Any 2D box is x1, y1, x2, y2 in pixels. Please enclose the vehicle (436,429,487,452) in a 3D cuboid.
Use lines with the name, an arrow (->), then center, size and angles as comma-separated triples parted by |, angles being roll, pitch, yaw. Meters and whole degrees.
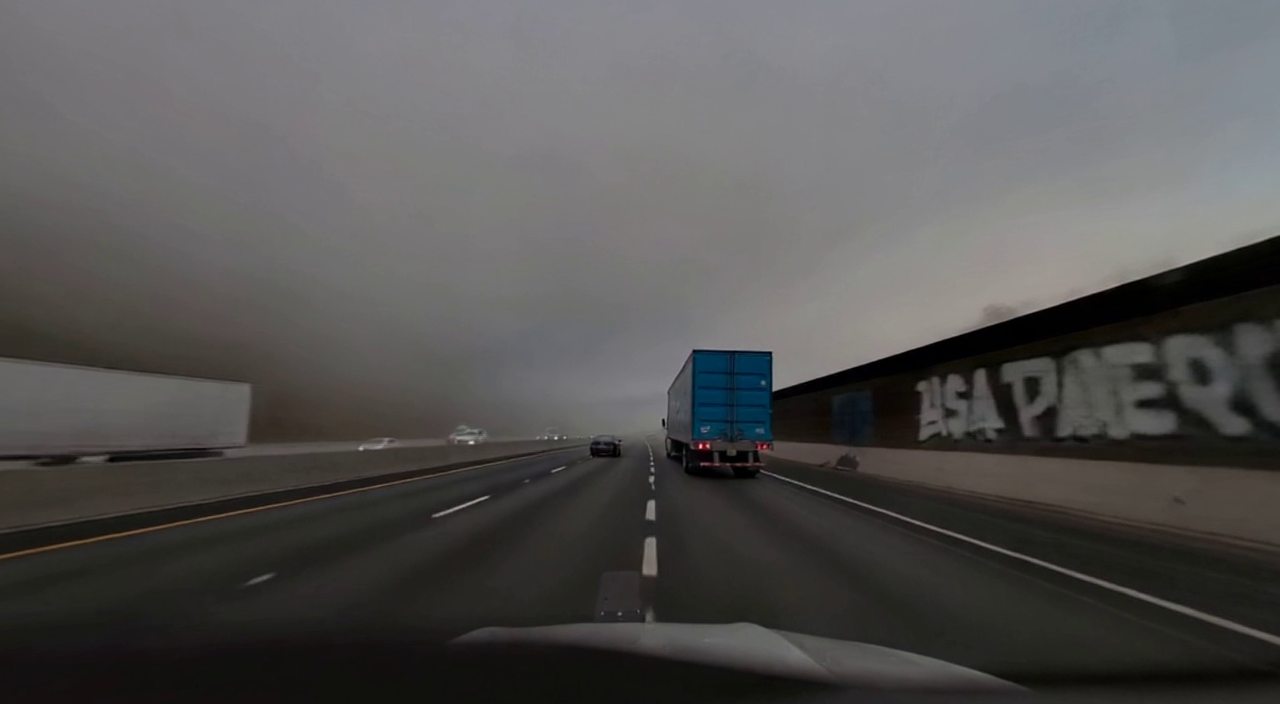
vehicle -> -11.853, 5.899, 42.145 | 1.938, 1.492, 4.559 | 0, -8, 2

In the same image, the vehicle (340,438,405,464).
vehicle -> -15.985, 5.898, 37.935 | 1.798, 1.440, 4.526 | 0, -8, 1

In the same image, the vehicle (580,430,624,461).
vehicle -> -1.939, 4.948, 33.551 | 1.982, 1.535, 4.519 | 0, -8, 1

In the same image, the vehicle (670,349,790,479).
vehicle -> 2.854, 2.486, 23.697 | 2.921, 3.765, 10.773 | 0, -8, 0

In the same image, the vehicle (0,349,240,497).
vehicle -> -20.279, 2.591, 22.411 | 2.897, 4.330, 13.716 | 0, -8, 1
